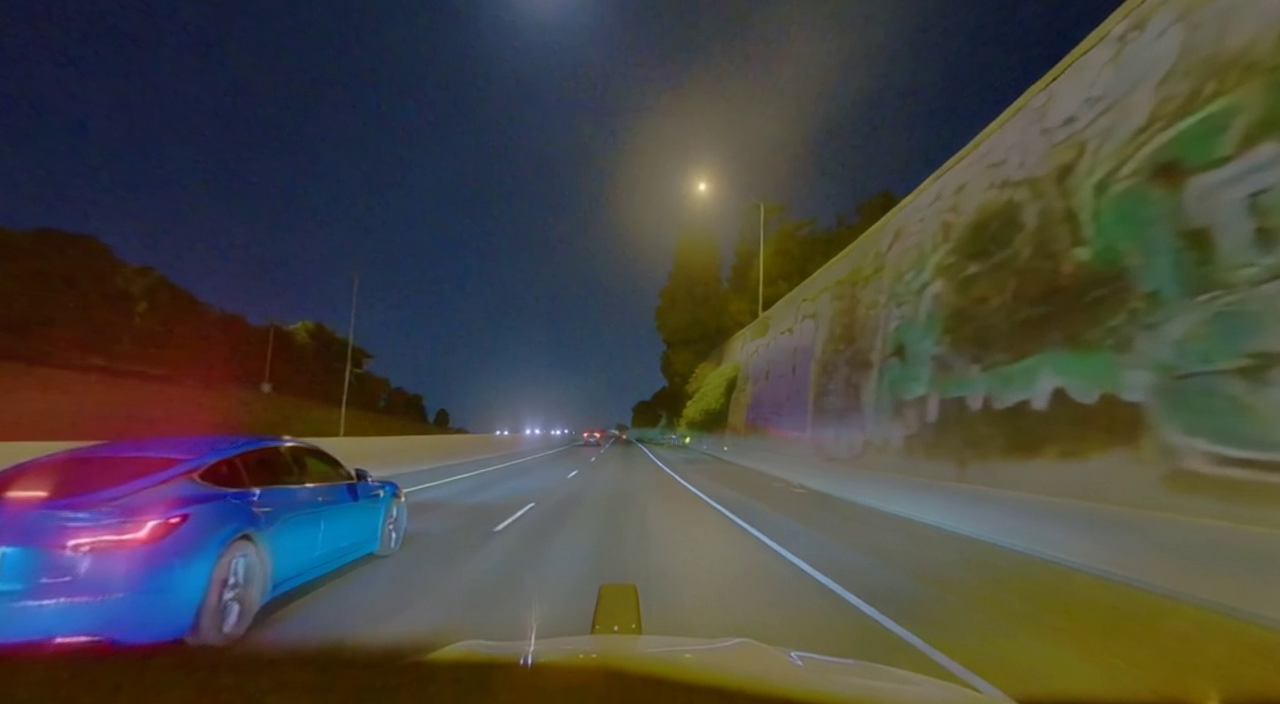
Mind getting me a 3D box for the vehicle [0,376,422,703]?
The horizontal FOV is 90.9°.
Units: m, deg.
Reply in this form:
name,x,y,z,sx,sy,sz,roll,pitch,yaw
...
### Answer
name,x,y,z,sx,sy,sz,roll,pitch,yaw
vehicle,-3.477,1.164,4.670,2.108,1.555,4.574,0,-8,-1
